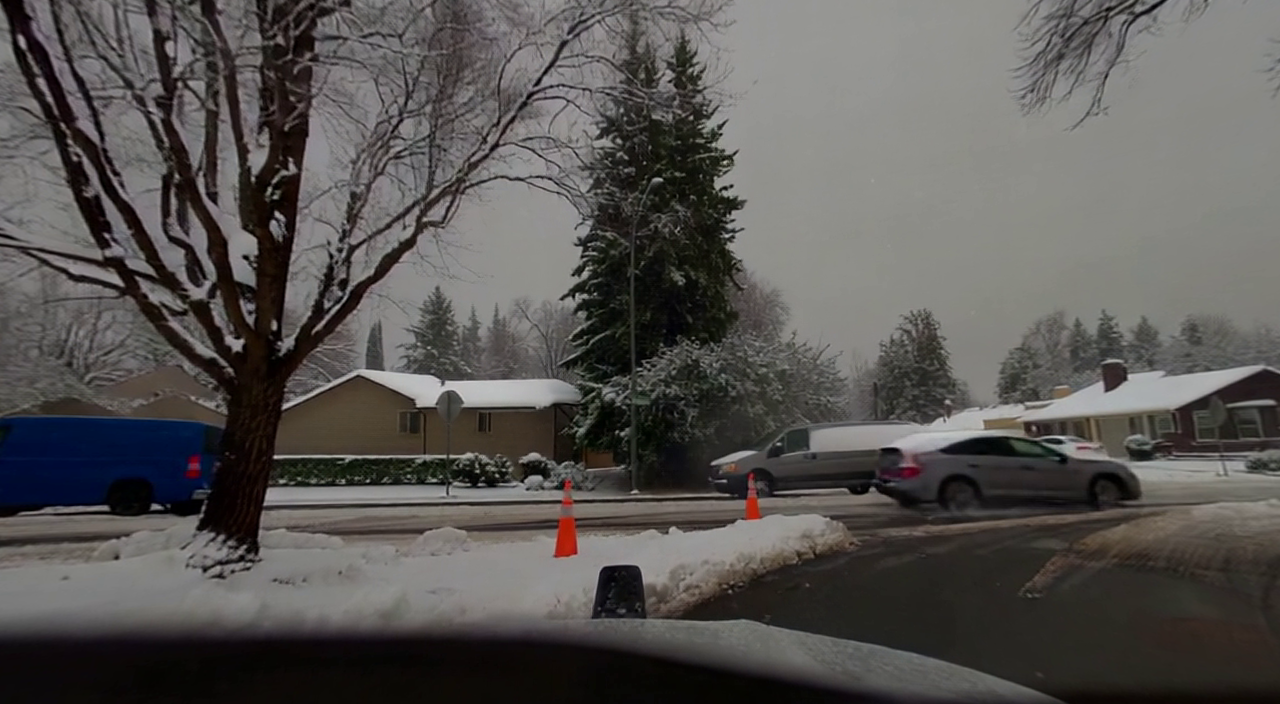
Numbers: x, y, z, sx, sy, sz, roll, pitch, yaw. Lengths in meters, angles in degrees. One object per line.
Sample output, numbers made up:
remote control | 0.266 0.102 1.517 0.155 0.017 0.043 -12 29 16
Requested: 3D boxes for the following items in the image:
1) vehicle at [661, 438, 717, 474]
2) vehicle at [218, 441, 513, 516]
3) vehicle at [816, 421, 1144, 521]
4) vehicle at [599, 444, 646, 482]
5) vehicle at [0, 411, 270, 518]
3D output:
vehicle | 2.072 4.556 27.849 1.745 1.461 4.074 1 -9 -6
vehicle | -6.962 3.330 17.059 6.643 1.777 2.925 1 -9 -6
vehicle | 5.822 2.065 11.270 4.684 1.556 2.087 1 -8 -5
vehicle | -0.801 4.740 27.233 1.648 1.430 3.654 4 -8 -5
vehicle | -14.504 2.992 16.477 7.824 2.323 2.863 -2 -10 -3
